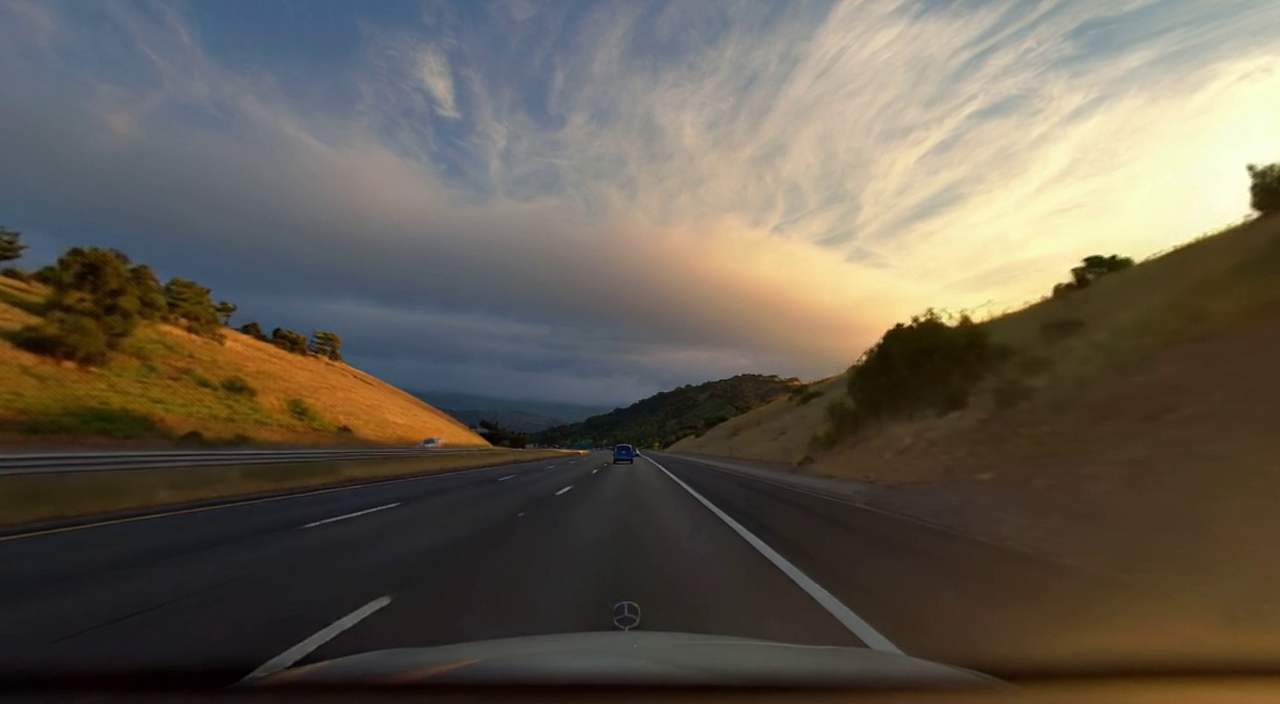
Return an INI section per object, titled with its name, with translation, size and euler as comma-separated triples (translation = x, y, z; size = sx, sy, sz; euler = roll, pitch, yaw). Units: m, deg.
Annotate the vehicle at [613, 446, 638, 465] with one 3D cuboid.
[vehicle]
translation = -1.086, 8.133, 49.619
size = 1.891, 1.456, 3.806
euler = 0, -9, 0
